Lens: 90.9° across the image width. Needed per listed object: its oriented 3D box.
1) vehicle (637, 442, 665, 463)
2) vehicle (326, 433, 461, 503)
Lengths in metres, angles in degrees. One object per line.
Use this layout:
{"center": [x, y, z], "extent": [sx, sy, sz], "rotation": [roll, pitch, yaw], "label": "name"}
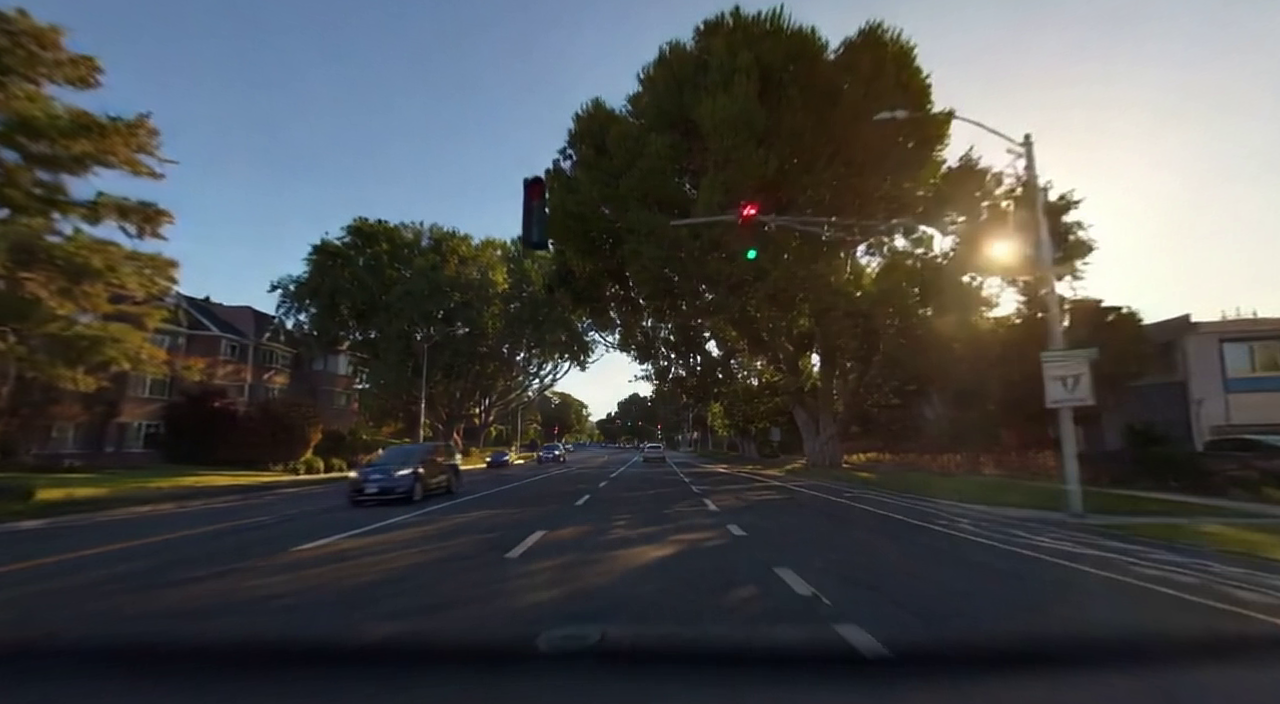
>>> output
{"center": [0.822, 7.721, 48.669], "extent": [2.025, 1.492, 4.124], "rotation": [0, -8, 0], "label": "vehicle"}
{"center": [-6.762, 3.208, 17.896], "extent": [2.008, 1.718, 4.356], "rotation": [0, -8, 1], "label": "vehicle"}
